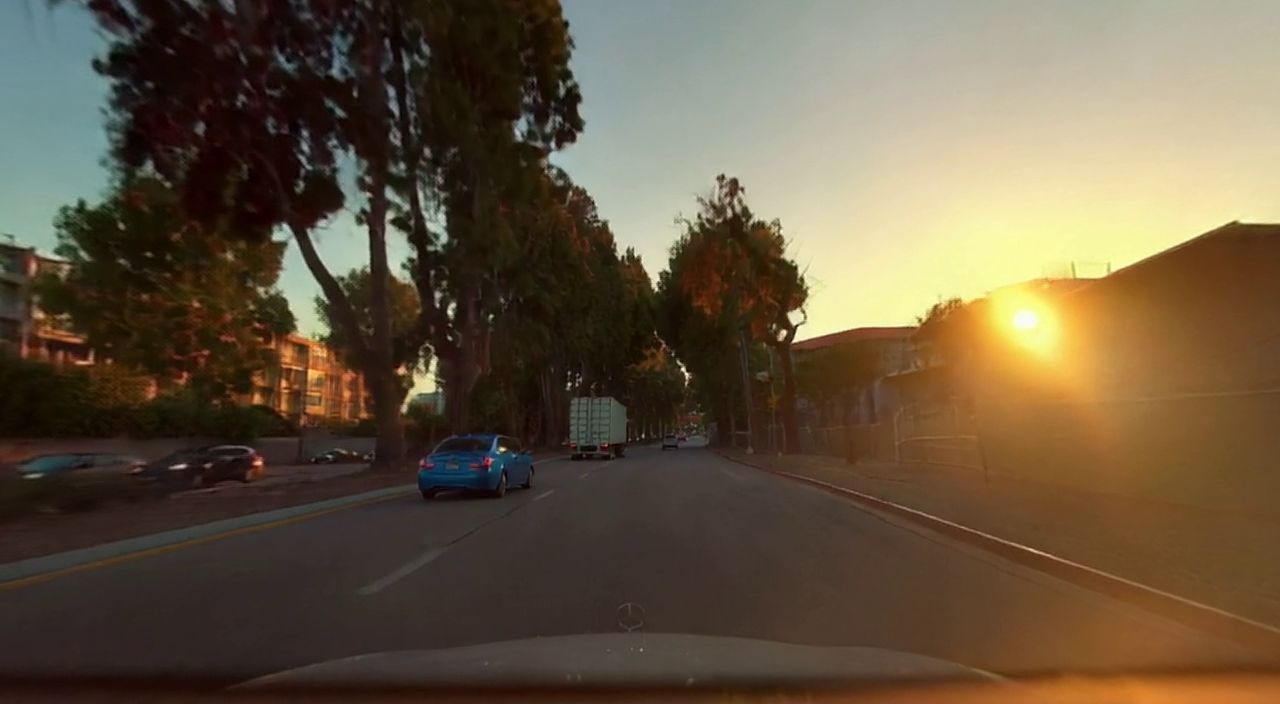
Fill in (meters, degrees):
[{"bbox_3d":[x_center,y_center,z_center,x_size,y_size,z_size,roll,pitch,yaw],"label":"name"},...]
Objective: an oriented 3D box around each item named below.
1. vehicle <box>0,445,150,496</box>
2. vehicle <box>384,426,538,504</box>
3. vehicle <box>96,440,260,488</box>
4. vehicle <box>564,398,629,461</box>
[{"bbox_3d":[-18.710,3.763,20.512,1.895,1.464,4.393,0,-8,2],"label":"vehicle"},{"bbox_3d":[-3.753,2.465,14.172,2.005,1.462,4.345,-1,-8,3],"label":"vehicle"},{"bbox_3d":[-15.538,3.760,21.613,1.934,1.466,4.697,0,-8,2],"label":"vehicle"},{"bbox_3d":[-2.307,4.618,36.900,2.746,3.276,8.572,-1,-8,3],"label":"vehicle"}]
